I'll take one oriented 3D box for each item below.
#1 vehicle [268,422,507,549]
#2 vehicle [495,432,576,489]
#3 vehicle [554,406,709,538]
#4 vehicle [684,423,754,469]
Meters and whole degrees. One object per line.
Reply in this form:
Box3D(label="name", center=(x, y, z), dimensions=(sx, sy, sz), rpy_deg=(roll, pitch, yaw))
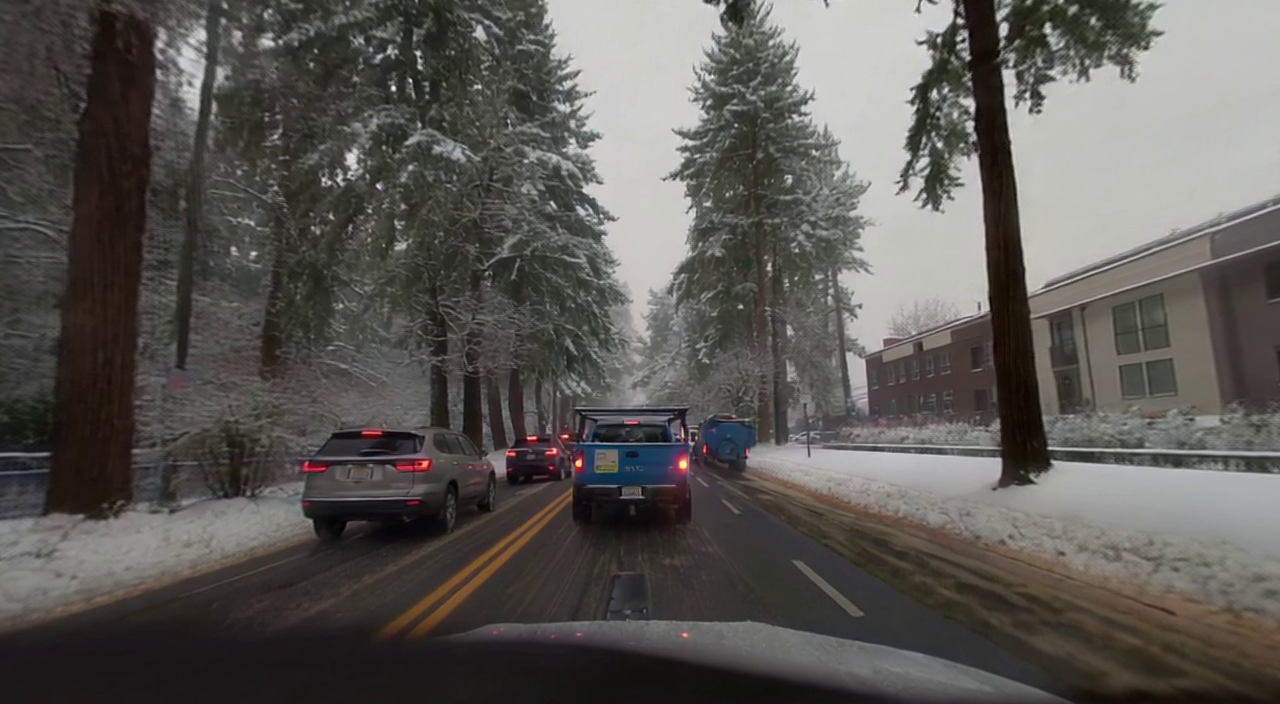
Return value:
Box3D(label="vehicle", center=(-3.740, 2.058, 10.487), dimensions=(1.959, 1.614, 4.676), rpy_deg=(0, -8, 1))
Box3D(label="vehicle", center=(-3.245, 3.461, 20.351), dimensions=(1.894, 1.642, 3.861), rpy_deg=(0, -8, 1))
Box3D(label="vehicle", center=(-0.089, 1.916, 10.562), dimensions=(2.075, 1.770, 4.018), rpy_deg=(0, -8, 1))
Box3D(label="vehicle", center=(3.796, 4.727, 31.603), dimensions=(2.655, 2.054, 6.098), rpy_deg=(0, -8, 0))
